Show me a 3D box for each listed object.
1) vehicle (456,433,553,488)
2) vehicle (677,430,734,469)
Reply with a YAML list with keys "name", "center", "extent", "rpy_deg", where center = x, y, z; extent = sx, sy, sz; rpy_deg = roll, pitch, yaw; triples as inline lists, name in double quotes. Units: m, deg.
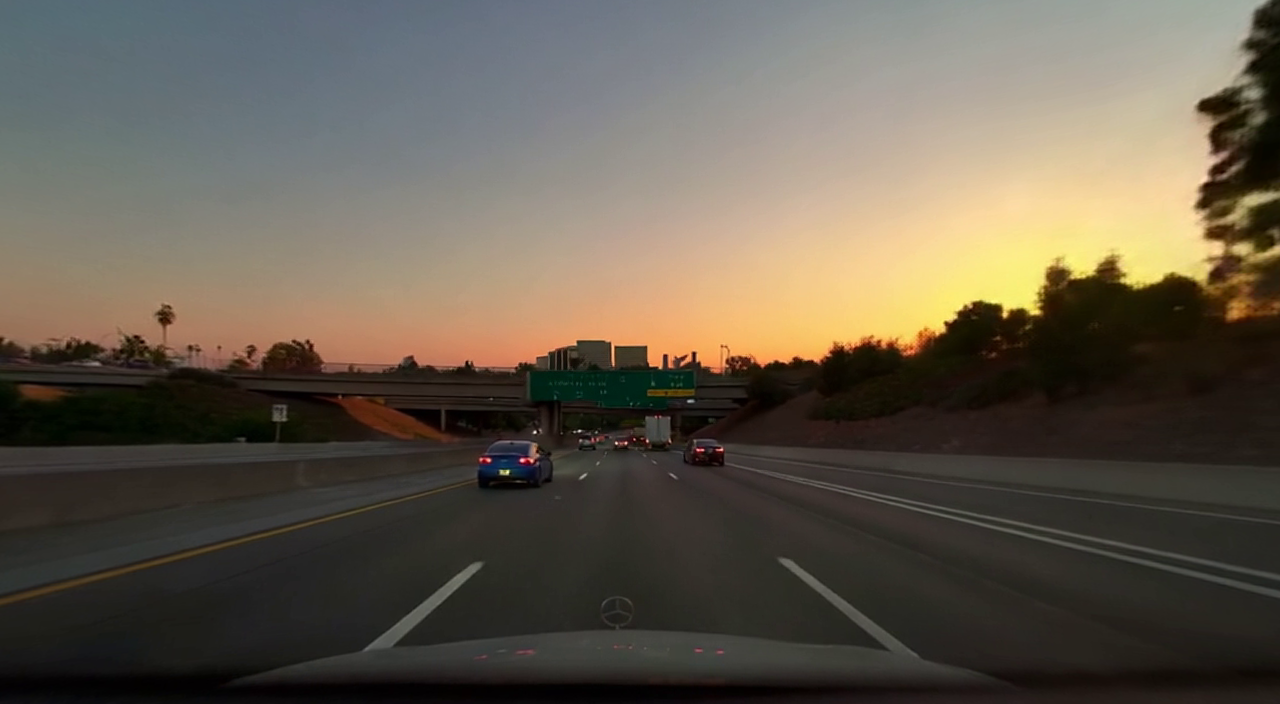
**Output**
- name: "vehicle"
  center: [-4.009, 3.289, 19.434]
  extent: [2.064, 1.479, 4.370]
  rpy_deg: [0, -8, 0]
- name: "vehicle"
  center: [2.957, 4.516, 29.343]
  extent: [2.001, 1.625, 4.088]
  rpy_deg: [0, -8, -3]
